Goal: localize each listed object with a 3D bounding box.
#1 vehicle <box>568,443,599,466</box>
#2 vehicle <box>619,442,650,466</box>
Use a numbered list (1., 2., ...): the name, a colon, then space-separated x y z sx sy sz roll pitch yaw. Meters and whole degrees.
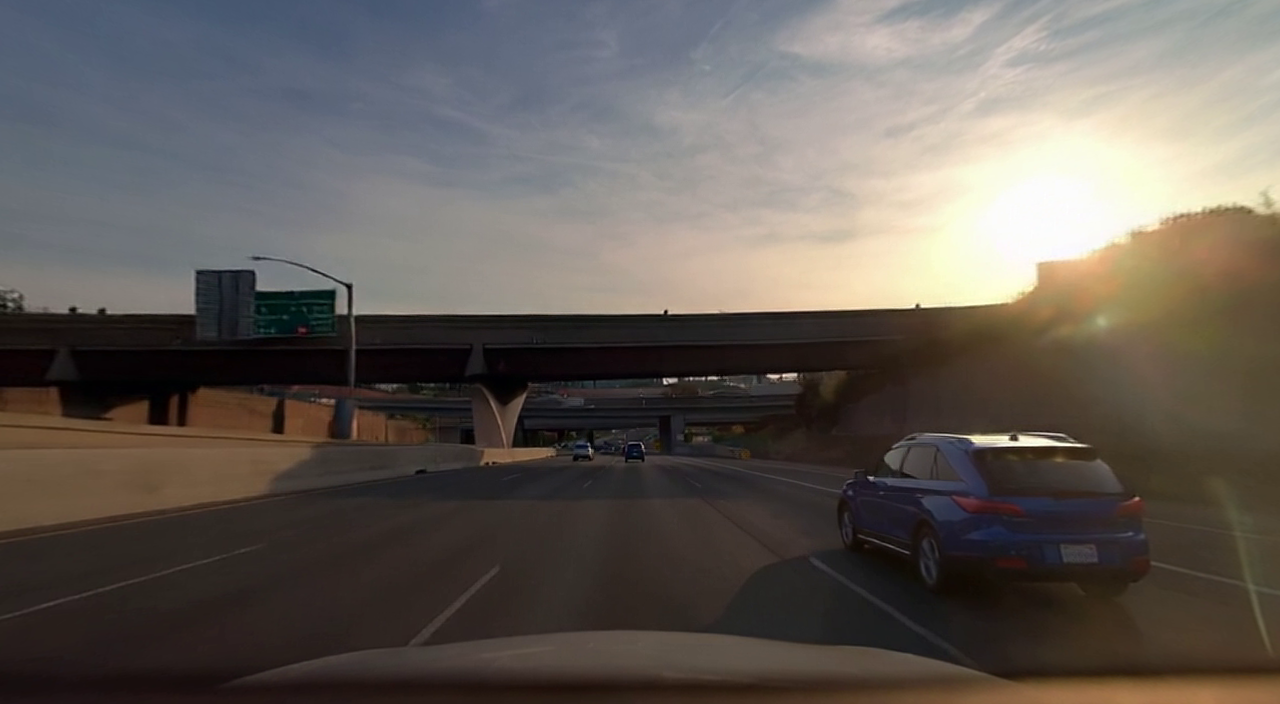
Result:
1. vehicle: -4.252 7.729 47.868 2.000 1.646 4.201 0 -8 -1
2. vehicle: -0.438 7.328 45.583 2.132 1.657 3.967 0 -8 -2
